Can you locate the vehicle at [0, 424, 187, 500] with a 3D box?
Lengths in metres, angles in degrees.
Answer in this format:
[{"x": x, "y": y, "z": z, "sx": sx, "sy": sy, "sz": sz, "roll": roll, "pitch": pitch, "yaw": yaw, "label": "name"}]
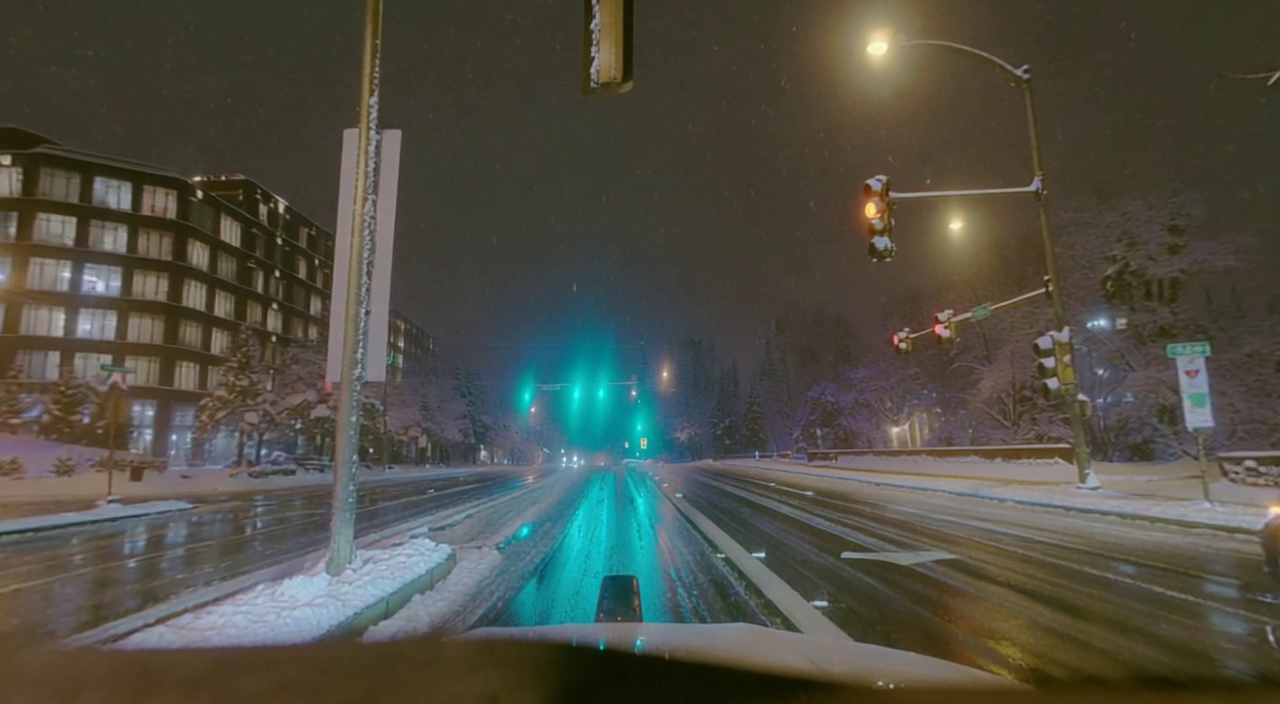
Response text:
[{"x": -24.627, "y": 4.822, "z": 27.586, "sx": 7.088, "sy": 3.096, "sz": 2.678, "roll": 0, "pitch": -9, "yaw": -2, "label": "vehicle"}]
